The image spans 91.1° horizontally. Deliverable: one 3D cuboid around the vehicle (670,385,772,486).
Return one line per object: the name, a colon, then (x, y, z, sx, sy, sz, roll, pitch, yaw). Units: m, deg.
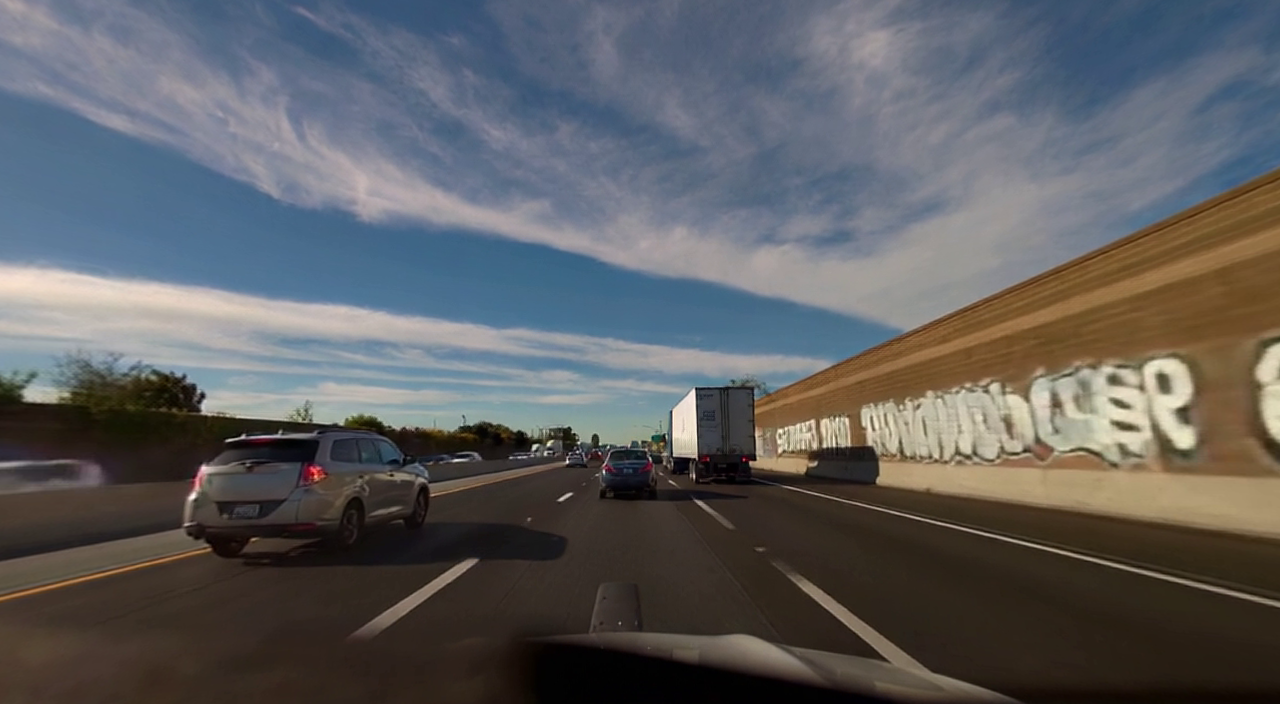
vehicle: (3.580, 4.400, 32.372, 2.902, 4.014, 14.446, 0, -9, -2)

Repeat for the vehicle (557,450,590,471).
vehicle: (-4.967, 8.164, 47.514, 2.067, 1.481, 4.085, 0, -9, 0)

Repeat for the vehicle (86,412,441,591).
vehicle: (-4.491, 1.837, 8.657, 1.988, 1.750, 4.711, 0, -9, 0)

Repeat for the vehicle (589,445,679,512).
vehicle: (-0.182, 3.166, 16.225, 2.033, 1.468, 4.015, 0, -9, -1)

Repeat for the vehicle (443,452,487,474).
vehicle: (-12.726, 8.060, 45.891, 1.946, 1.474, 4.374, -1, -9, 0)
